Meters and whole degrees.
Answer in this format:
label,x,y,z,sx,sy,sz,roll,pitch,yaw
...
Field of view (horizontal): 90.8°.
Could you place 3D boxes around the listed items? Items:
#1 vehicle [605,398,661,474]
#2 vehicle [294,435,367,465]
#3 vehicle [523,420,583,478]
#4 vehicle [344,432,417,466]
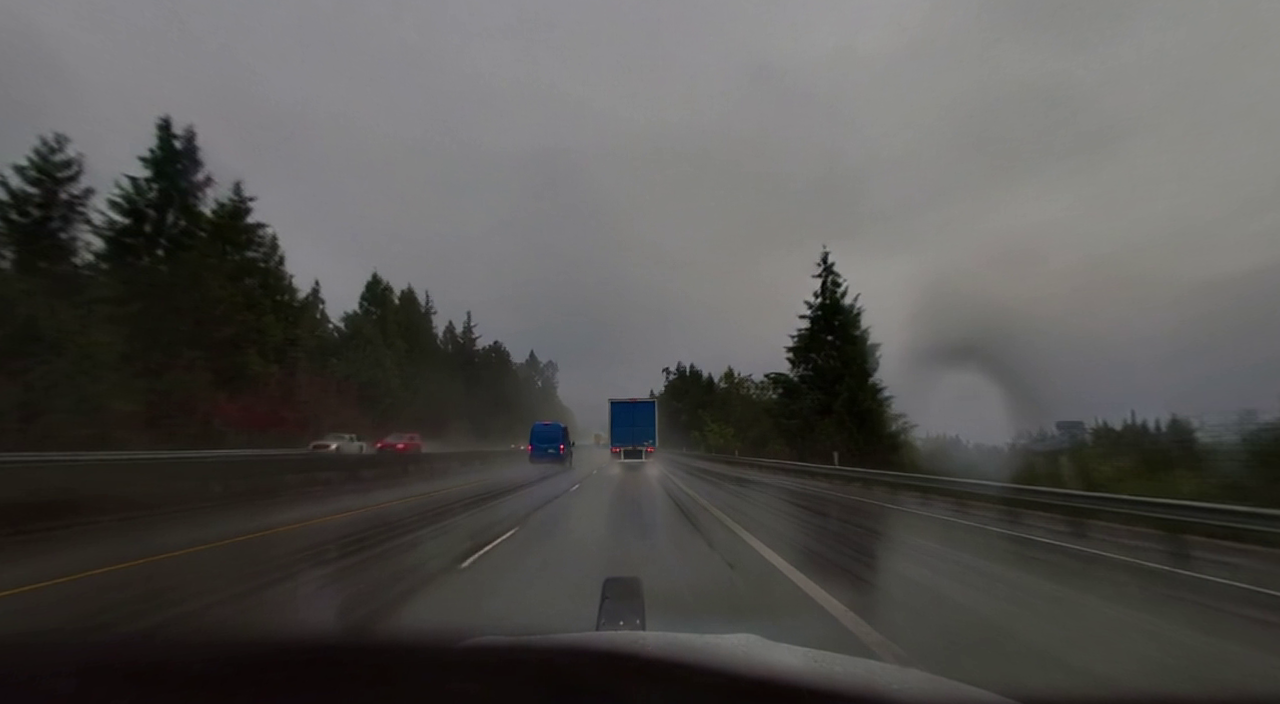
label,x,y,z,sx,sy,sz,roll,pitch,yaw
vehicle,-0.388,5.288,38.995,2.995,4.036,10.311,0,-9,0
vehicle,-17.551,5.606,36.057,1.939,1.570,4.478,0,-9,0
vehicle,-4.482,5.146,33.516,2.357,2.786,6.144,0,-9,-1
vehicle,-13.482,5.094,33.105,2.028,1.658,4.256,0,-9,-1
